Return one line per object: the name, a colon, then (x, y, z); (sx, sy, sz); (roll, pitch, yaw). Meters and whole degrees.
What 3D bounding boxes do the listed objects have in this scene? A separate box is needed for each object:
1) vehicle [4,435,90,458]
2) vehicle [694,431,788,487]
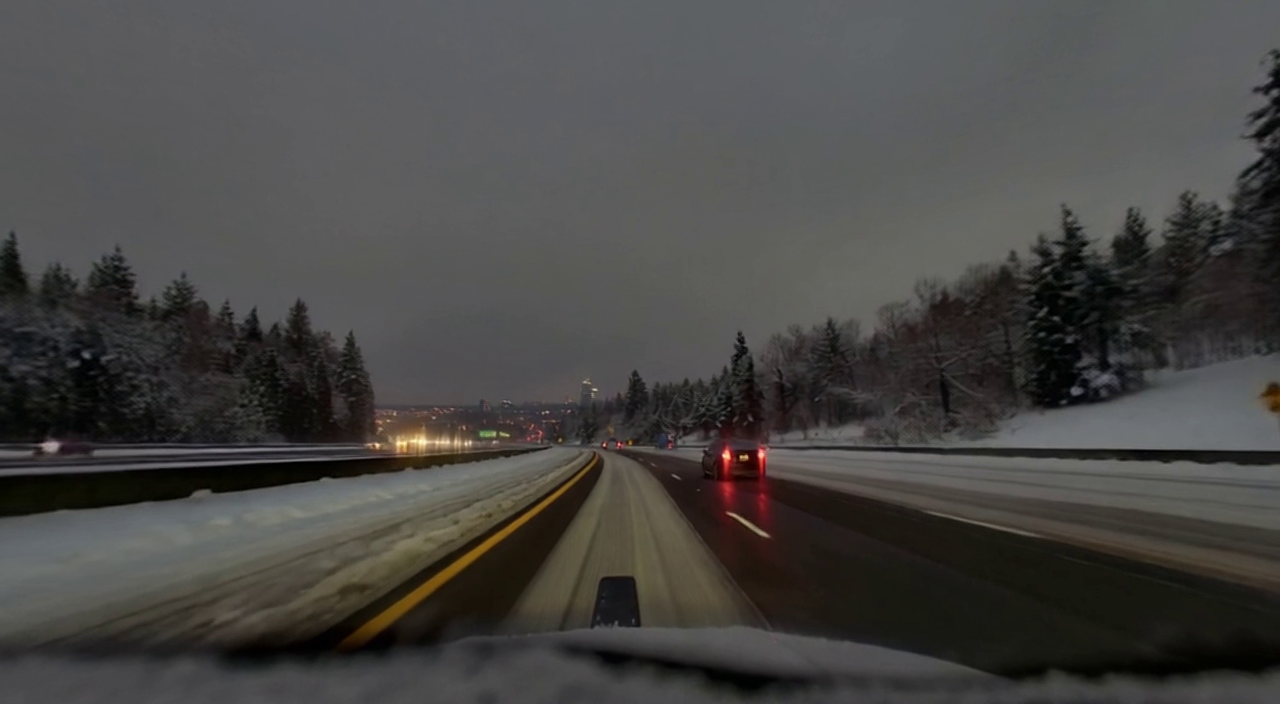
vehicle: (-46.504, 7.436, 49.726); (2.138, 1.643, 4.956); (0, -8, -3)
vehicle: (3.320, 3.634, 21.797); (2.305, 1.729, 4.526); (0, -8, -3)
